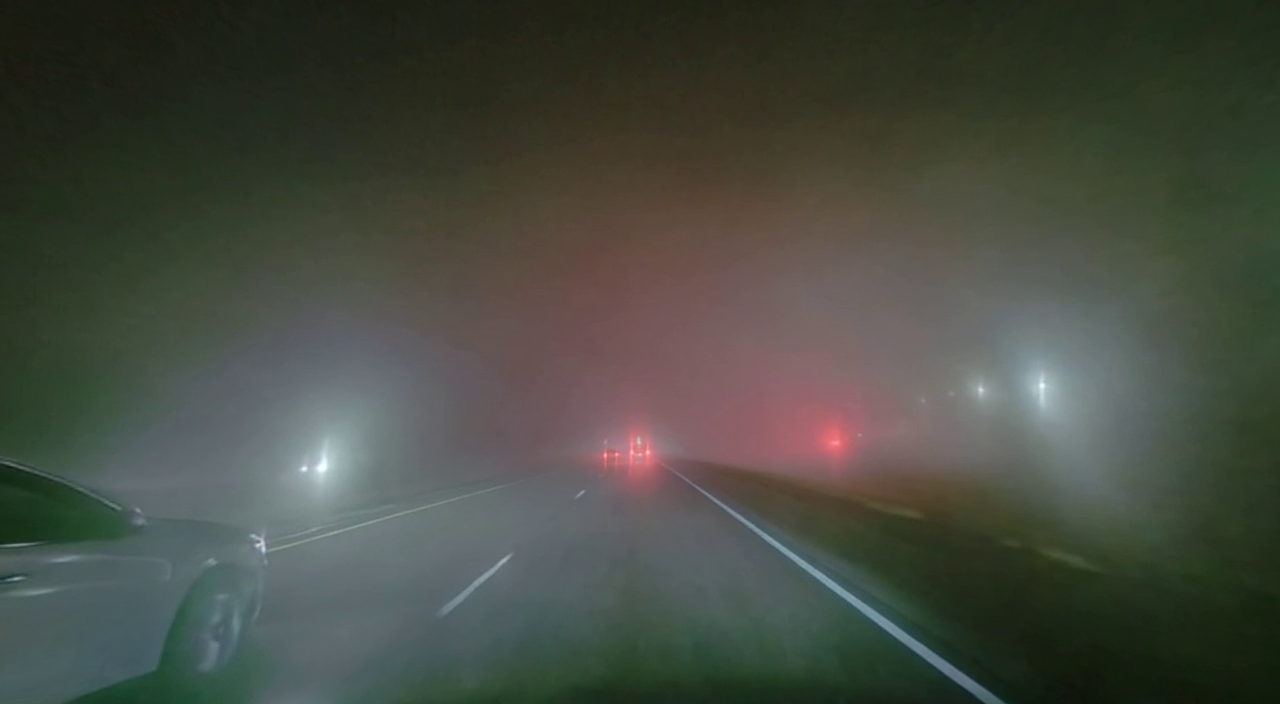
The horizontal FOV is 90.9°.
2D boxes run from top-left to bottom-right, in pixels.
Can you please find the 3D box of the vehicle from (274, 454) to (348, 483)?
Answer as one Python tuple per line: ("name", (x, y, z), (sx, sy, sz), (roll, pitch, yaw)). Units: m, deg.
("vehicle", (-20.802, 7.369, 40.197), (2.047, 1.683, 4.959), (0, -8, 0))
